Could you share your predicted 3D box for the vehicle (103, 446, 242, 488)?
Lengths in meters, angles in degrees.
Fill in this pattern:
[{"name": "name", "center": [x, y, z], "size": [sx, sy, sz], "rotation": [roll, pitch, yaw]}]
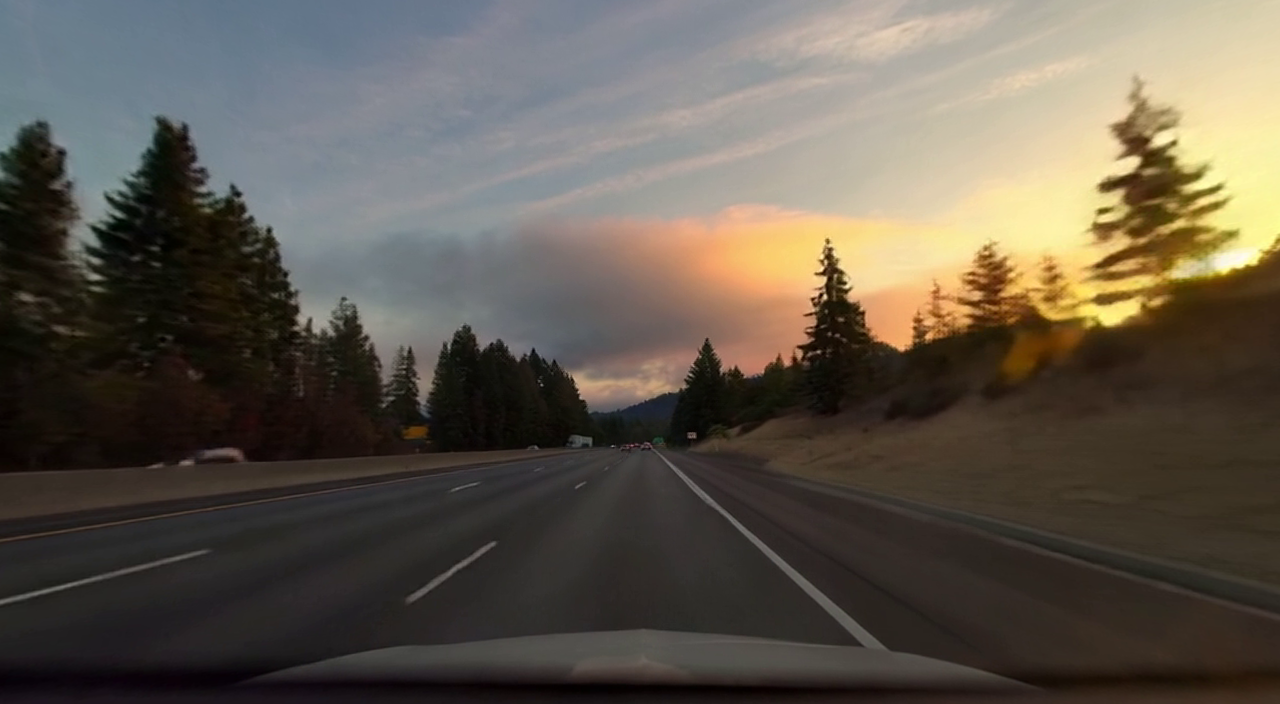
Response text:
[{"name": "vehicle", "center": [-21.244, 5.207, 29.078], "size": [2.100, 1.698, 5.541], "rotation": [0, -8, 1]}]
